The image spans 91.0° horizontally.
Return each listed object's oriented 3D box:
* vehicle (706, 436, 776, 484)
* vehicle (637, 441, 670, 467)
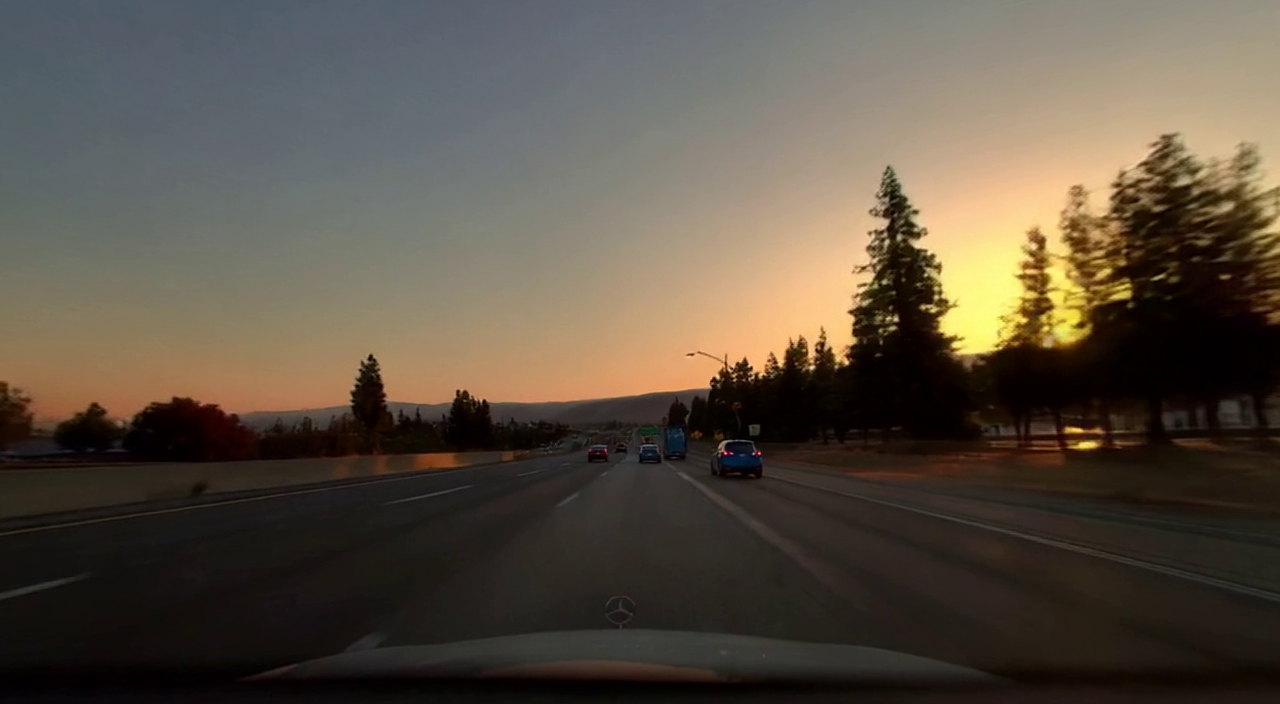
[{"bbox_3d":[3.929,4.288,25.225,2.082,1.720,4.393,0,-9,0],"label":"vehicle"},{"bbox_3d":[0.929,7.373,45.737,2.205,1.785,4.423,0,-9,0],"label":"vehicle"}]
